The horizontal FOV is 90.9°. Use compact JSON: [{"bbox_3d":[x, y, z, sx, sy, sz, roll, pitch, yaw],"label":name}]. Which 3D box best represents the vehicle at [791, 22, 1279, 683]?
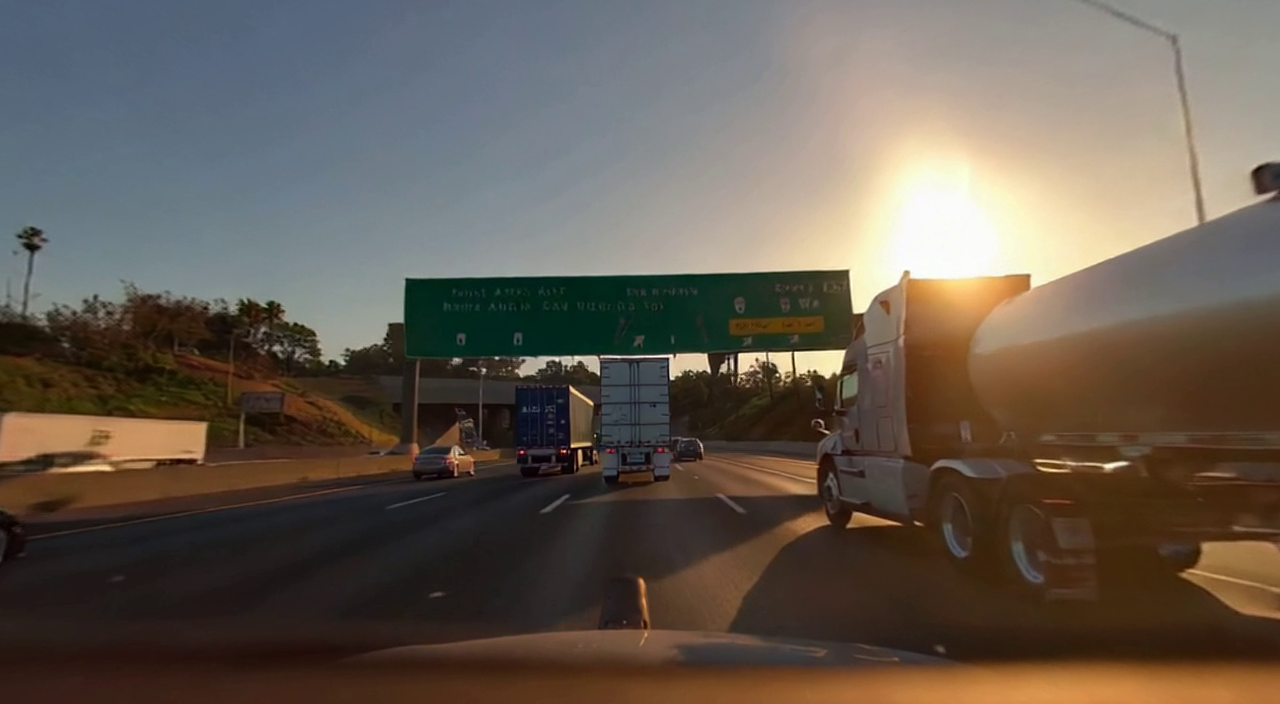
[{"bbox_3d":[4.138,0.347,7.204,3.066,3.991,6.942,0,-8,1],"label":"vehicle"}]

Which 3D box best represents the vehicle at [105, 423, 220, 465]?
[{"bbox_3d":[-31.554,6.125,42.015,2.618,2.576,6.182,-1,-8,2],"label":"vehicle"}]

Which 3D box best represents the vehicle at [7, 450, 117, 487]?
[{"bbox_3d":[-24.516,4.913,26.894,1.495,1.363,3.346,-2,-8,1],"label":"vehicle"}]

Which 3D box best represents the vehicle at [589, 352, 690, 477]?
[{"bbox_3d":[-0.002,3.370,28.729,3.097,3.856,18.209,-1,-9,0],"label":"vehicle"}]

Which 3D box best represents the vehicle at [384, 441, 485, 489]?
[{"bbox_3d":[-6.900,3.810,21.711,1.916,1.465,4.451,0,-8,1],"label":"vehicle"}]

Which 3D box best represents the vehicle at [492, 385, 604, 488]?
[{"bbox_3d":[-3.226,3.462,25.511,2.786,3.228,11.082,0,-8,0],"label":"vehicle"}]
